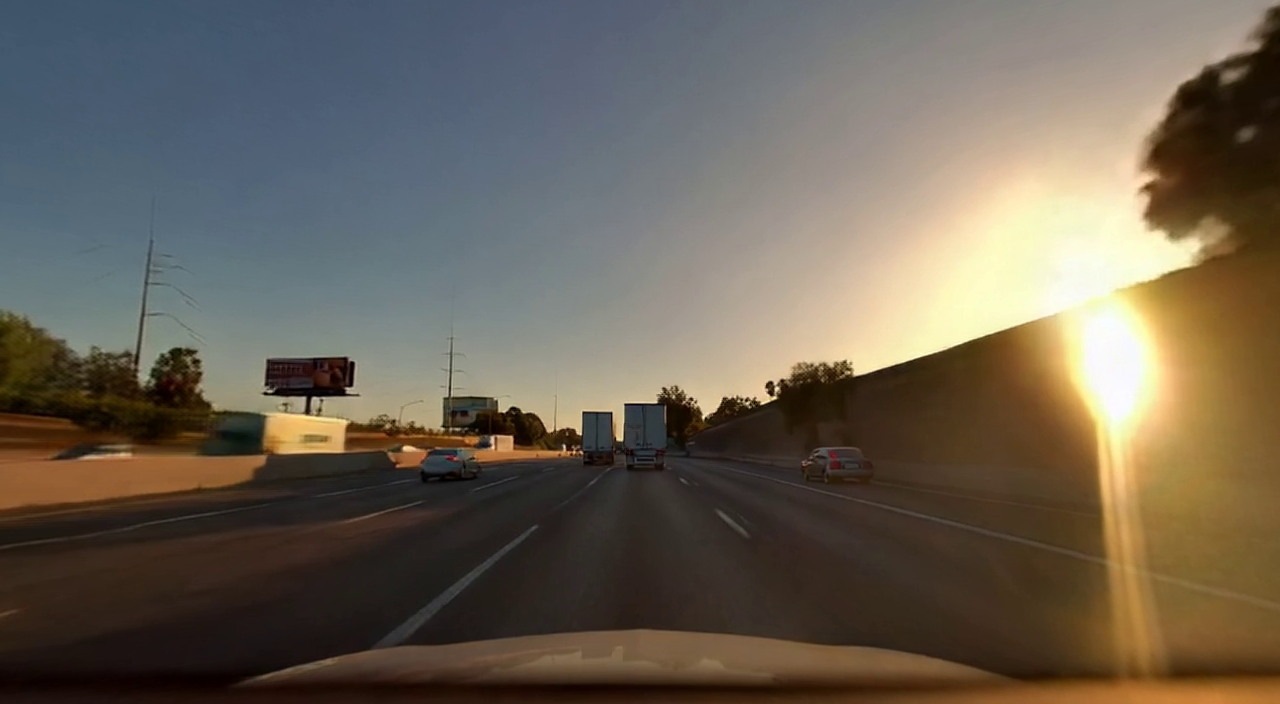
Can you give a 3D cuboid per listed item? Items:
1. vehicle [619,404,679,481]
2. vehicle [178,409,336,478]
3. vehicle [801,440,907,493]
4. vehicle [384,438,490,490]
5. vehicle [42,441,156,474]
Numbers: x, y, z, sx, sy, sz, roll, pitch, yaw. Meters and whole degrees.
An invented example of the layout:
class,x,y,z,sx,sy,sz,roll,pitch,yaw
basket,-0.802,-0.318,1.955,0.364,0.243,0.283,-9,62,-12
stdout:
class,x,y,z,sx,sy,sz,roll,pitch,yaw
vehicle,0.414,5.299,38.549,3.054,3.944,11.230,-1,-6,-1
vehicle,-19.025,4.661,32.120,3.046,3.028,7.741,-1,-8,1
vehicle,7.005,3.783,21.210,1.969,1.560,4.394,0,-8,-1
vehicle,-6.729,3.760,21.543,1.992,1.547,4.673,-1,-8,1
vehicle,-36.503,7.077,42.875,2.471,1.996,5.893,-1,-8,1
